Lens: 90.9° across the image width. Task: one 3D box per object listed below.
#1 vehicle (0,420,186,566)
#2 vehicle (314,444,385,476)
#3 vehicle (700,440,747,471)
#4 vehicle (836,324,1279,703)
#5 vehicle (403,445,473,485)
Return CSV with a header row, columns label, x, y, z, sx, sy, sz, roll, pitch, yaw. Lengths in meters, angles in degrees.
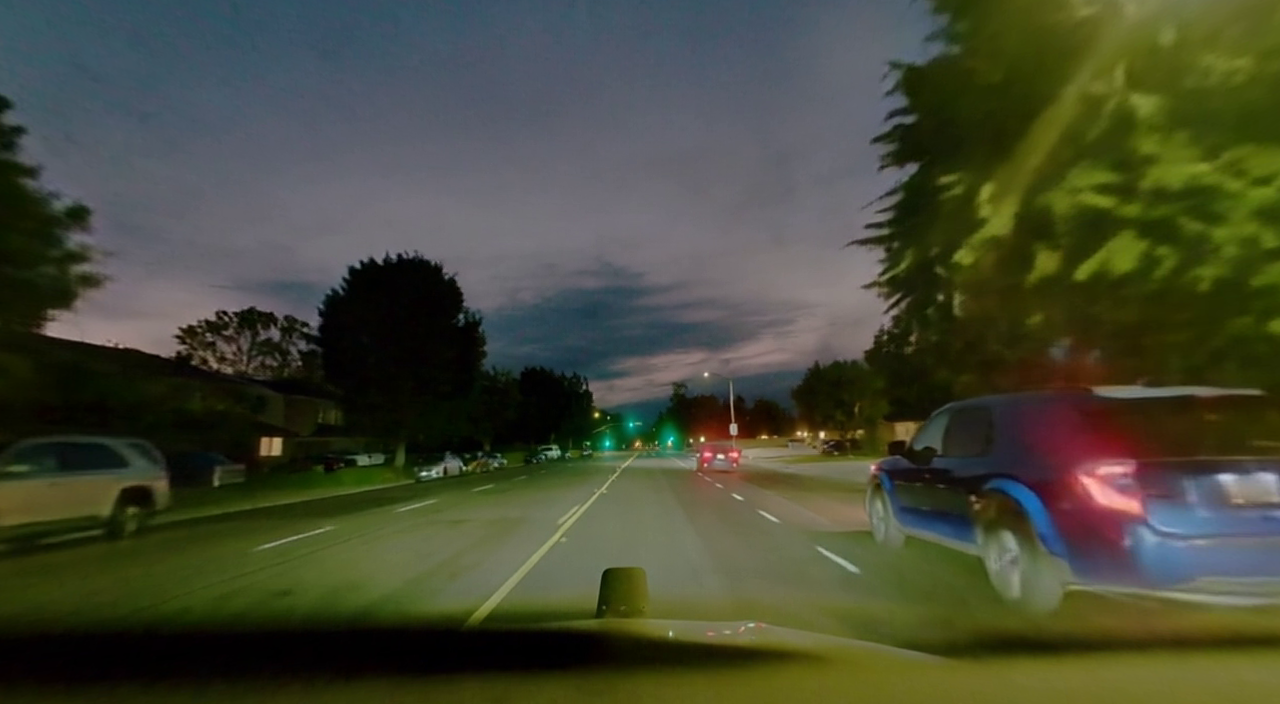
label,x,y,z,sx,sy,sz,roll,pitch,yaw
vehicle,-10.575,2.272,10.216,2.254,2.127,5.697,-3,-9,-1
vehicle,-17.311,6.440,37.836,1.914,1.792,4.470,-1,-8,3
vehicle,4.374,5.491,33.705,1.956,1.492,4.425,-1,-8,1
vehicle,4.022,1.212,5.954,2.497,1.889,5.833,-1,-8,1
vehicle,-10.355,5.775,32.624,2.083,1.791,4.585,-4,-8,0
